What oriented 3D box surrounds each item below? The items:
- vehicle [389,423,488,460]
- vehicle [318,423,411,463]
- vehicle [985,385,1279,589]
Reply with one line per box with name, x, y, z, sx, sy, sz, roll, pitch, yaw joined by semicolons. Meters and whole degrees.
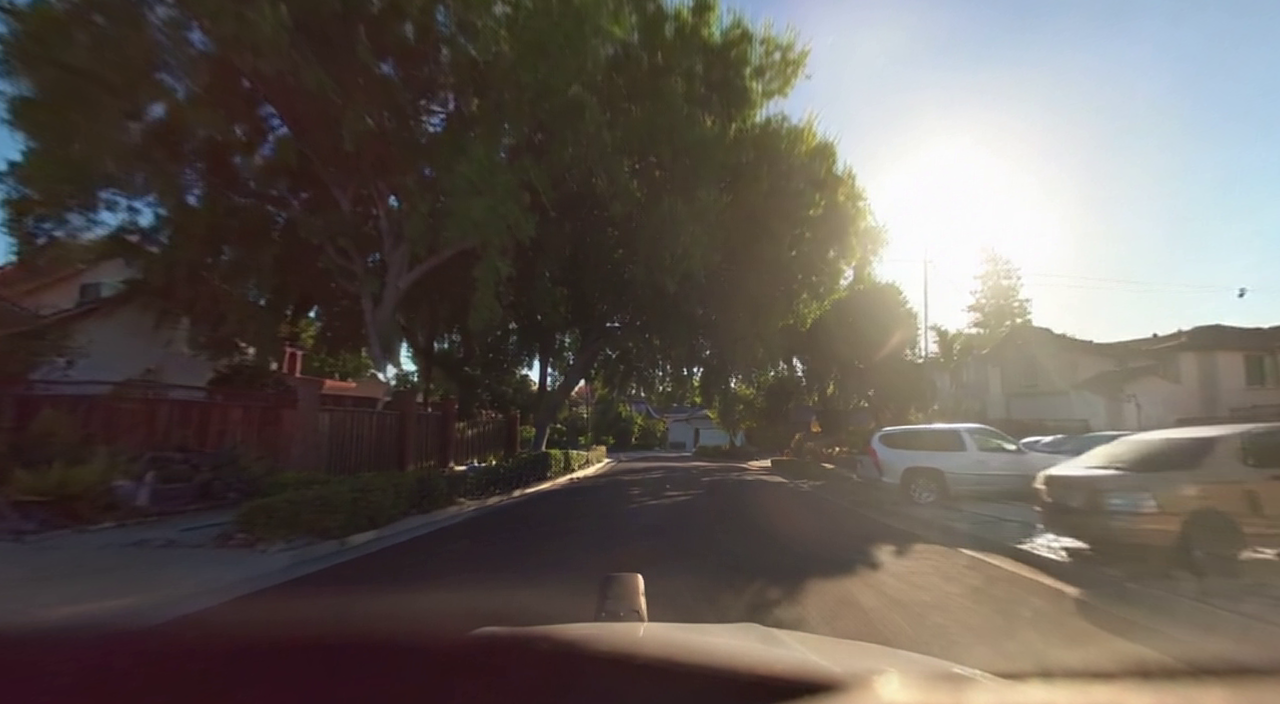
vehicle;-12.023;5.373;37.960;5.127;1.796;2.045;3;-7;3
vehicle;-13.117;4.338;30.417;1.869;1.646;4.357;3;-7;9
vehicle;7.964;1.632;8.271;5.843;2.097;2.233;2;-8;-11
